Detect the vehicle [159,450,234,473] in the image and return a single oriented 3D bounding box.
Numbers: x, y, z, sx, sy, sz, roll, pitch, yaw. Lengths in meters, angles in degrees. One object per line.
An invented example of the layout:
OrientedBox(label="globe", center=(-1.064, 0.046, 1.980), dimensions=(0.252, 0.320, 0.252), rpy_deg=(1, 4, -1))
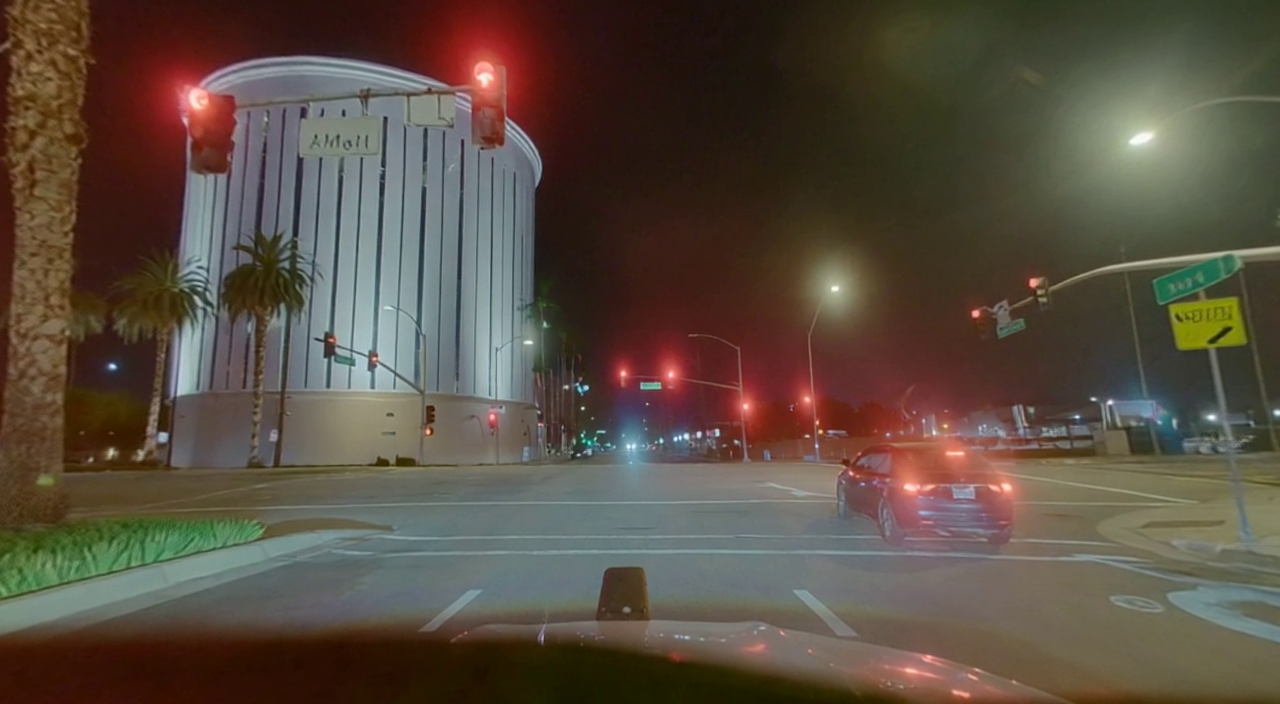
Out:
OrientedBox(label="vehicle", center=(-32.967, 8.117, 46.867), dimensions=(4.136, 1.661, 1.857), rpy_deg=(0, -8, 1))

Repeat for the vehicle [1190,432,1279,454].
OrientedBox(label="vehicle", center=(42.295, 6.483, 44.878), dimensions=(4.437, 1.469, 1.811), rpy_deg=(0, -8, 0))

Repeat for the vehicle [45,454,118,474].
OrientedBox(label="vehicle", center=(-41.516, 8.326, 46.918), dimensions=(3.698, 1.467, 1.779), rpy_deg=(0, -8, 1))

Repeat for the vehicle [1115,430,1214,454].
OrientedBox(label="vehicle", center=(33.357, 5.759, 40.178), dimensions=(4.567, 1.458, 1.791), rpy_deg=(0, -8, 2))

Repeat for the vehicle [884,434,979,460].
OrientedBox(label="vehicle", center=(17.087, 5.581, 37.133), dimensions=(4.684, 1.461, 1.777), rpy_deg=(0, -8, -1))

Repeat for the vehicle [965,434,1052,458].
OrientedBox(label="vehicle", center=(23.703, 6.047, 40.604), dimensions=(4.423, 1.465, 1.798), rpy_deg=(0, -8, 1))

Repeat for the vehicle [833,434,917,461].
OrientedBox(label="vehicle", center=(15.205, 6.167, 40.863), dimensions=(4.648, 1.665, 1.910), rpy_deg=(0, -8, -1))
